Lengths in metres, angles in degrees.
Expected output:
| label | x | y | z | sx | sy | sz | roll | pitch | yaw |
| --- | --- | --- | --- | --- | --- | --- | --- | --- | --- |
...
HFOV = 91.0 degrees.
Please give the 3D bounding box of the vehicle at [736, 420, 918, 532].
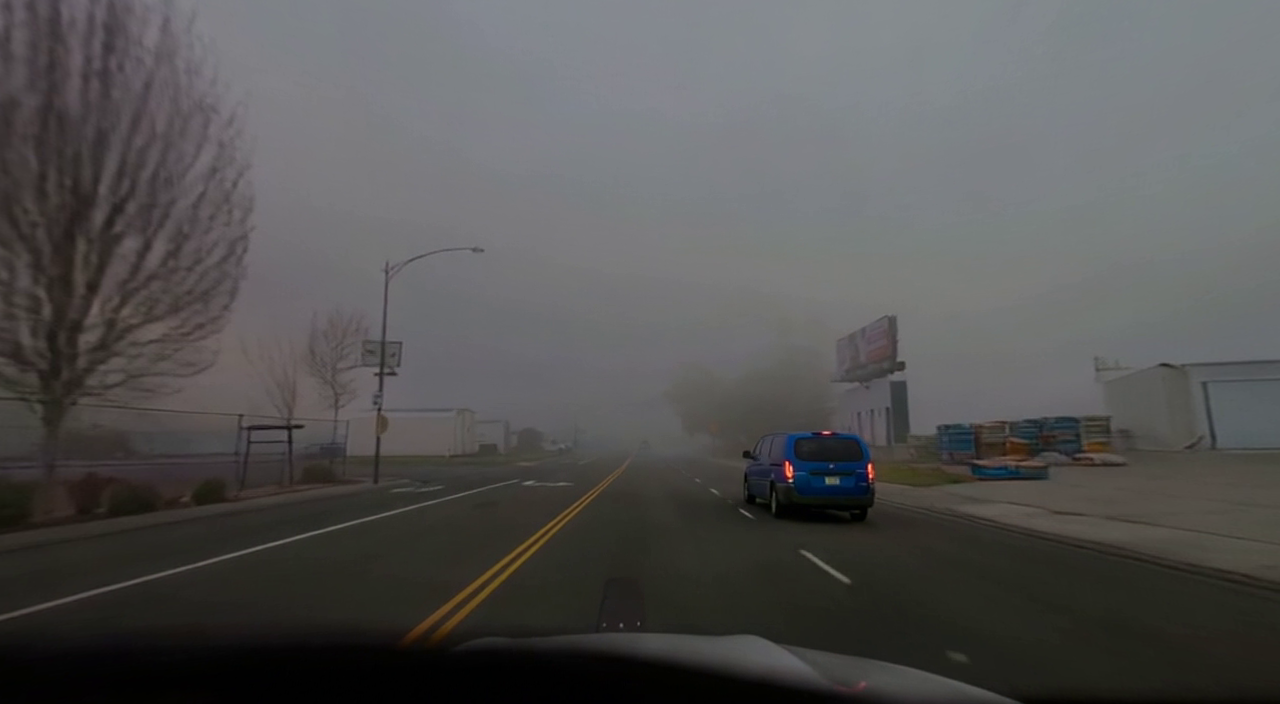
| label | x | y | z | sx | sy | sz | roll | pitch | yaw |
| --- | --- | --- | --- | --- | --- | --- | --- | --- | --- |
| vehicle | 3.440 | 2.393 | 12.811 | 2.202 | 1.822 | 4.826 | 0 | -8 | 0 |
